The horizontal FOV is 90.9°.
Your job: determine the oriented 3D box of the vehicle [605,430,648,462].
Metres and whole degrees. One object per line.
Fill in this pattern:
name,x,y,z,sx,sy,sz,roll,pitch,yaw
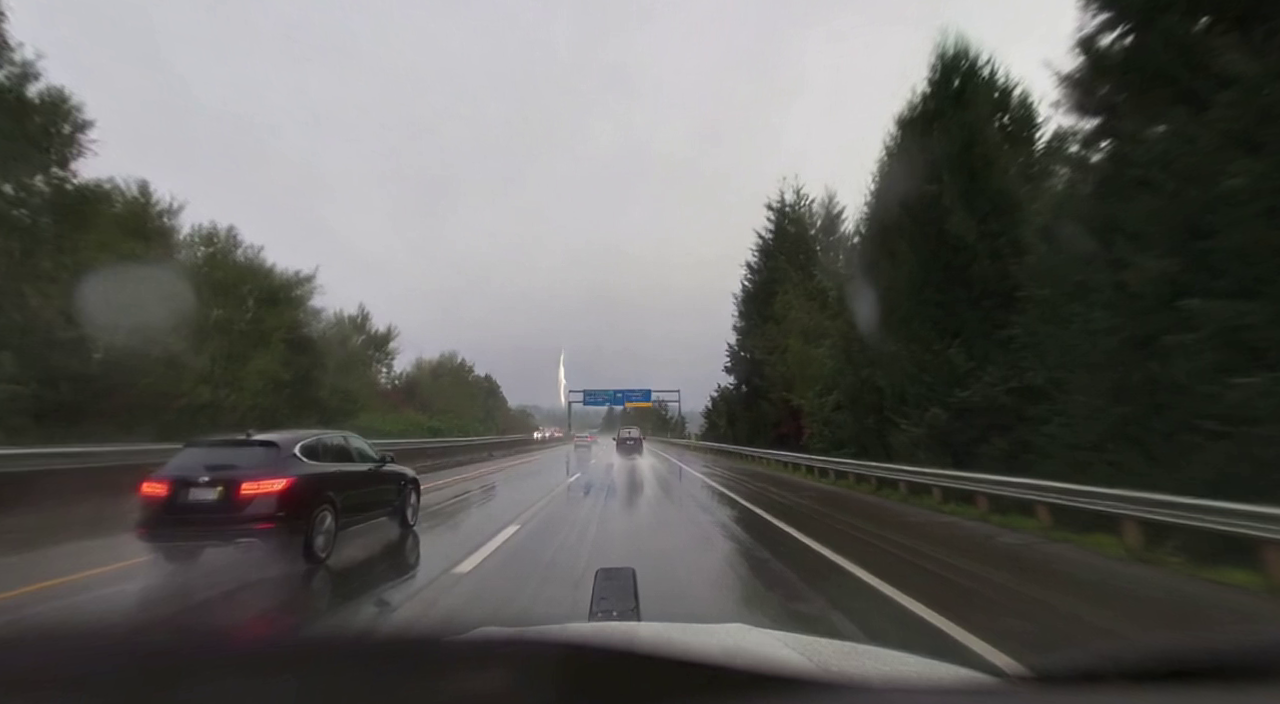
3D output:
vehicle,-0.742,5.102,34.521,2.162,1.616,4.242,0,-8,-1

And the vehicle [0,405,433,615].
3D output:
vehicle,-3.917,1.435,6.776,1.975,1.518,4.242,0,-8,-1
